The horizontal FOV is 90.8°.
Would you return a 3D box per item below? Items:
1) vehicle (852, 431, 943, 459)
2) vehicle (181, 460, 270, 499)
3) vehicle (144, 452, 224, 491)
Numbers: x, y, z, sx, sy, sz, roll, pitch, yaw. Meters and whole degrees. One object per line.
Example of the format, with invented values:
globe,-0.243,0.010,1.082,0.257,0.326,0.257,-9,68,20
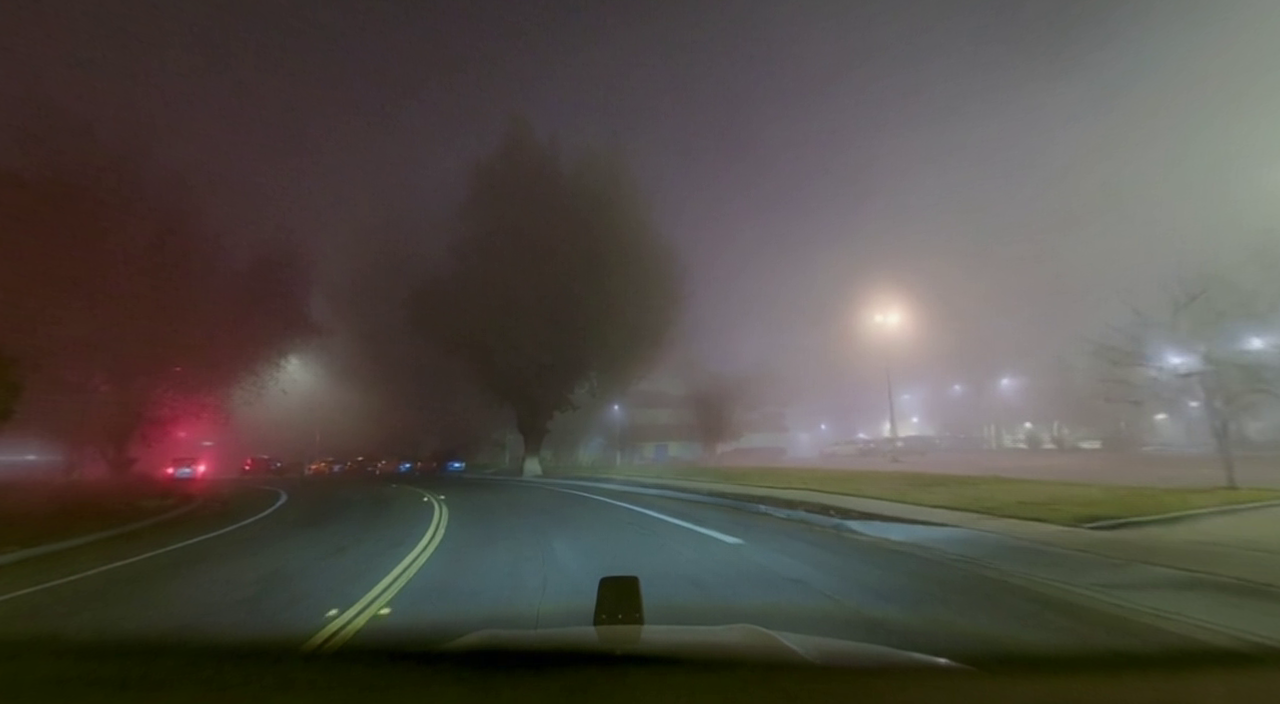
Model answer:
vehicle,14.383,5.237,35.575,4.462,1.474,1.765,-2,-9,13
vehicle,-18.293,5.453,27.648,2.772,1.161,7.241,2,-8,-37
vehicle,-25.326,6.553,35.018,4.946,1.537,2.206,-2,-6,38
